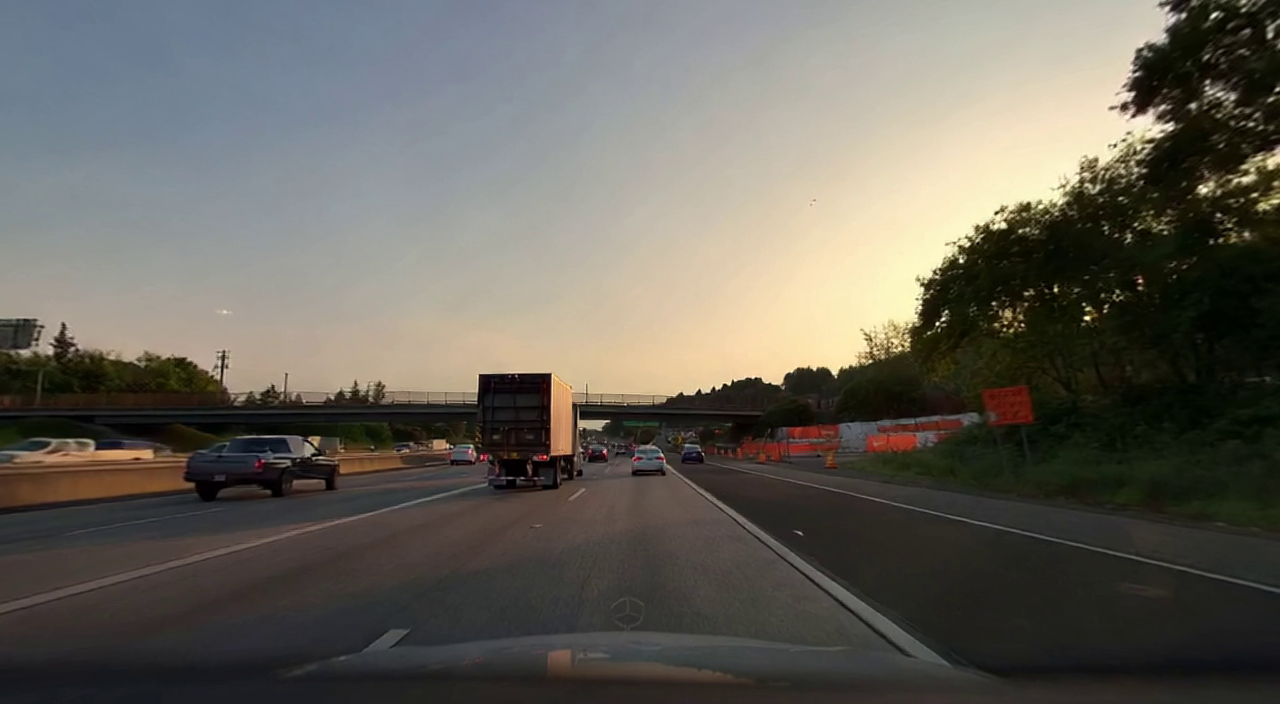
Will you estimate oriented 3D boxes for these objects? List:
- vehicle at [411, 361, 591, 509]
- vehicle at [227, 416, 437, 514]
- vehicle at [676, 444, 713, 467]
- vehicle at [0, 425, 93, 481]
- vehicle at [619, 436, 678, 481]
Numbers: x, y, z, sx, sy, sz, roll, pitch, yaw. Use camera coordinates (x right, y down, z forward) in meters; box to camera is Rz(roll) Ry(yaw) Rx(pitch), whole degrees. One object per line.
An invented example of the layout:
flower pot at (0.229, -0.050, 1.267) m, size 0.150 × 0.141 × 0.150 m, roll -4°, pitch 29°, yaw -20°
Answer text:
vehicle at (-3.517, 2.641, 19.615) m, size 3.075 × 3.276 × 11.073 m, roll 0°, pitch -8°, yaw 0°
vehicle at (-7.372, 2.791, 16.163) m, size 2.309 × 2.007 × 5.974 m, roll 0°, pitch -8°, yaw 1°
vehicle at (3.641, 6.966, 42.796) m, size 2.003 × 1.465 × 4.092 m, roll 0°, pitch -8°, yaw -2°
vehicle at (-39.426, 6.349, 39.890) m, size 2.798 × 3.290 × 7.345 m, roll 0°, pitch -8°, yaw 1°
vehicle at (0.293, 4.422, 26.470) m, size 2.270 × 1.696 × 4.061 m, roll 0°, pitch -8°, yaw -1°
